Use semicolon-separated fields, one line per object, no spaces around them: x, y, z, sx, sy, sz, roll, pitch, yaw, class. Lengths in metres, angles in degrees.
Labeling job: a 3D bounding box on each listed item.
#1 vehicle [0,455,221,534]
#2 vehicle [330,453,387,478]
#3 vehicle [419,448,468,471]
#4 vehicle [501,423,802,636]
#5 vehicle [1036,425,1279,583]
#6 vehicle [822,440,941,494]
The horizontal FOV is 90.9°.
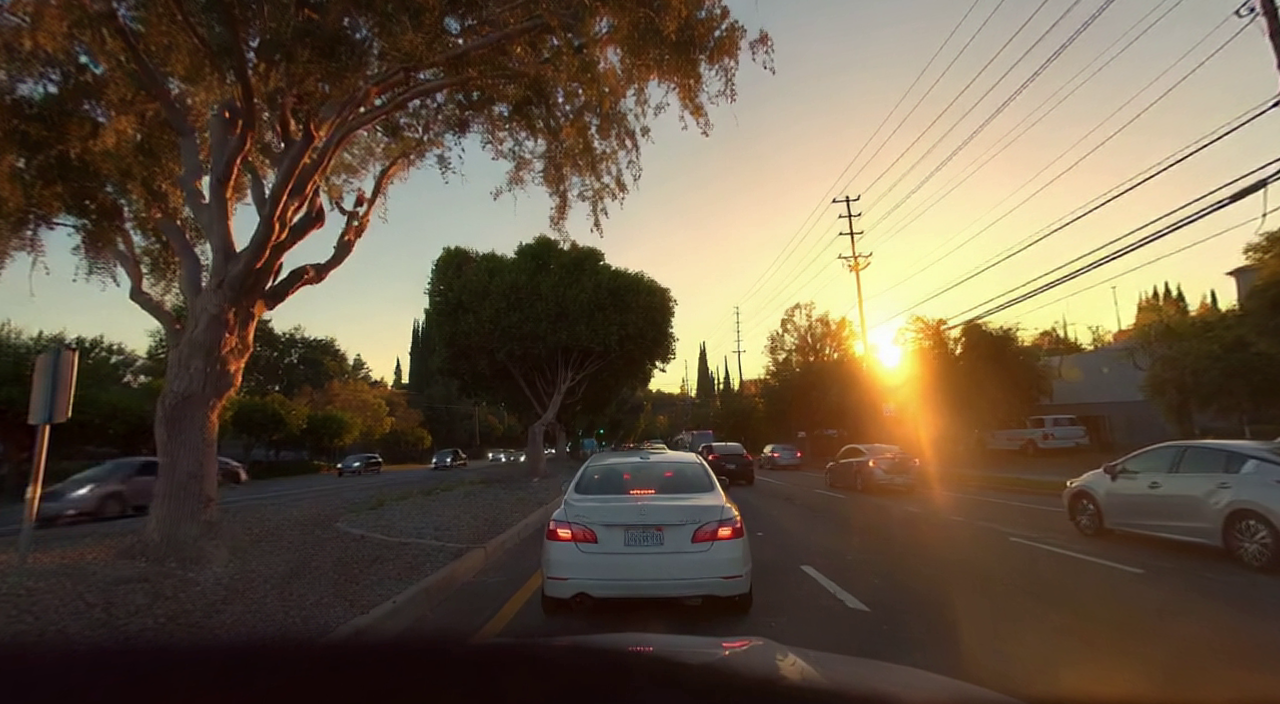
-12.024;3.117;14.416;1.804;1.430;4.456;0;-8;1;vehicle
-19.130;7.717;43.137;1.853;1.489;4.449;0;-8;0;vehicle
-15.136;8.273;48.839;2.291;1.682;4.835;0;-8;0;vehicle
0.070;1.540;6.472;2.108;1.479;3.935;0;-8;0;vehicle
6.996;1.645;7.378;1.850;1.480;4.474;0;-8;1;vehicle
7.337;3.512;19.732;1.899;1.458;4.499;0;-8;0;vehicle
